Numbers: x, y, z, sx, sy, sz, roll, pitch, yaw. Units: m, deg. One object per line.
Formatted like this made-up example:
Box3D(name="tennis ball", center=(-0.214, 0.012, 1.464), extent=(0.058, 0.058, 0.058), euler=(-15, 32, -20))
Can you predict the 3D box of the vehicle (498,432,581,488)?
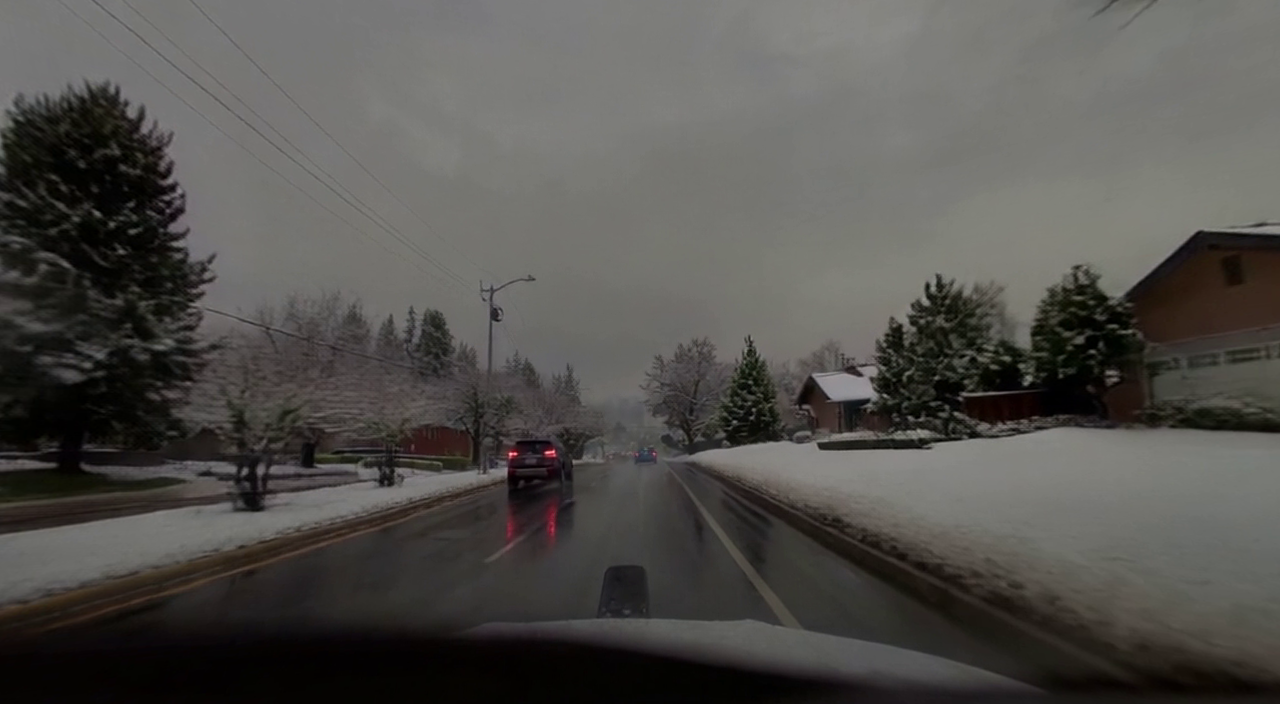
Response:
Box3D(name="vehicle", center=(-3.396, 3.736, 22.158), extent=(2.073, 1.770, 4.302), euler=(0, -8, 2))
